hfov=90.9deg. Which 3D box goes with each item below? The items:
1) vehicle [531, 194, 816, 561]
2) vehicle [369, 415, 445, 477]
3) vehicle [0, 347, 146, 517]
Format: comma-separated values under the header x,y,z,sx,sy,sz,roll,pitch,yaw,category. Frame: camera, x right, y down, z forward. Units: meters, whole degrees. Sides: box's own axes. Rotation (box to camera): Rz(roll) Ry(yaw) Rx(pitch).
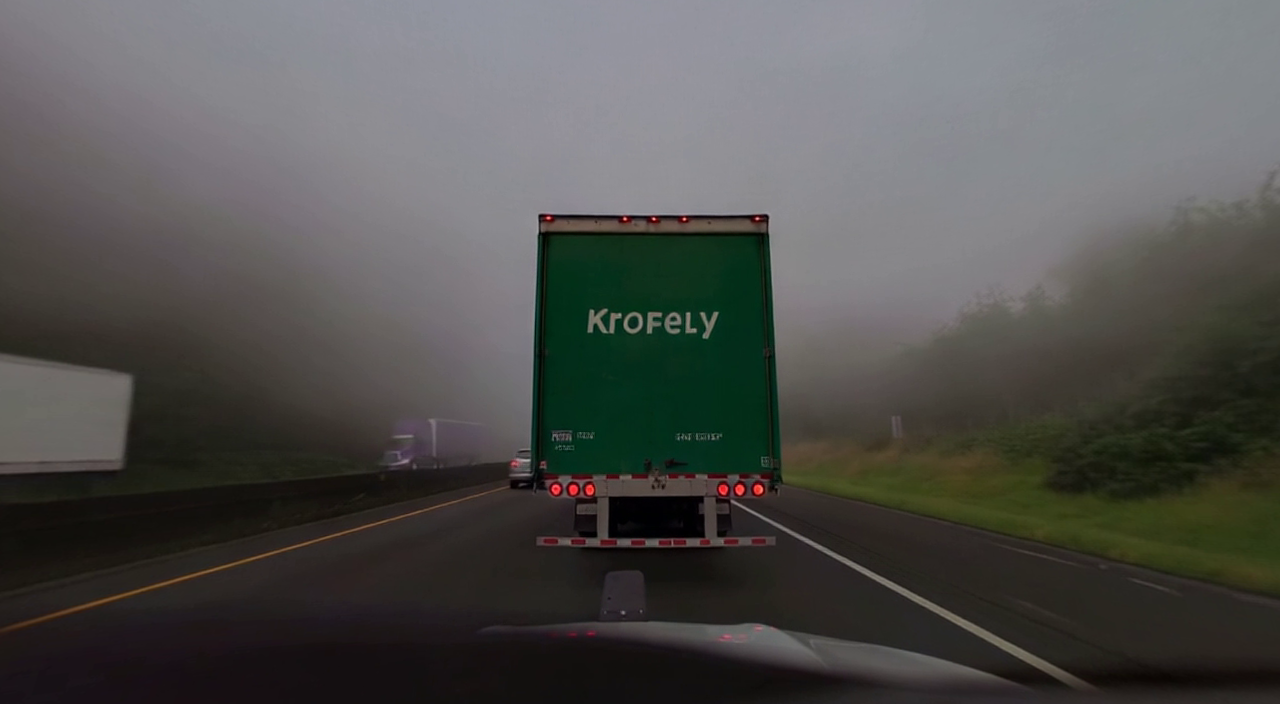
x,y,z,sx,sy,sz,roll,pitch,yaw,category
0.440,1.330,14.598,3.230,4.377,14.405,0,-9,0,vehicle
-16.105,6.581,44.002,2.992,3.946,5.787,0,-9,0,vehicle
-16.821,1.438,12.075,2.847,4.009,14.414,0,-9,1,vehicle
